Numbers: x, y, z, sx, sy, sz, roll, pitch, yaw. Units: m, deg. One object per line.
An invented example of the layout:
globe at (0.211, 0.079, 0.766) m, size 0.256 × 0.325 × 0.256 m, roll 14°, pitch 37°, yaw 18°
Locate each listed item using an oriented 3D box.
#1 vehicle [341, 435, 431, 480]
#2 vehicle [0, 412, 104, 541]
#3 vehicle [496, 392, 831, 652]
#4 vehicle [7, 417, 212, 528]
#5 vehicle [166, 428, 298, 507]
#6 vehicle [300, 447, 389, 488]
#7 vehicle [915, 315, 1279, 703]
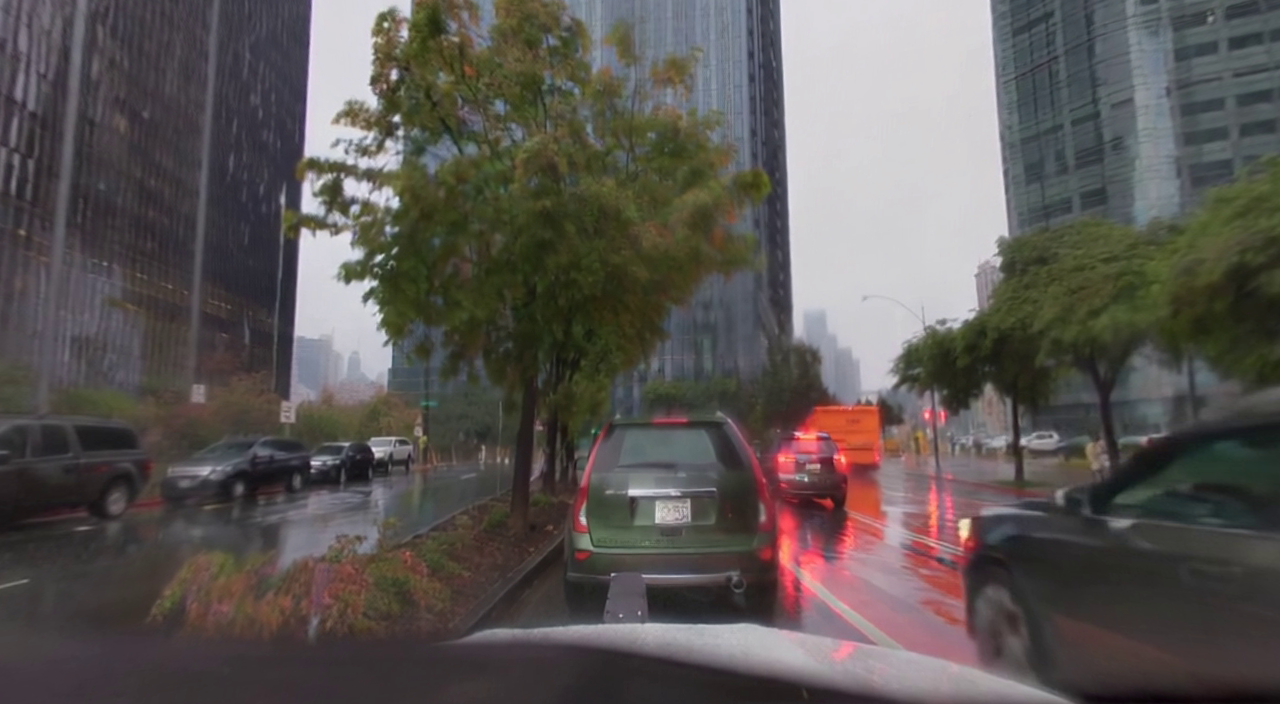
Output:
vehicle at (-12.094, 5.064, 30.603) m, size 2.338 × 1.963 × 5.740 m, roll 0°, pitch -9°, yaw -4°
vehicle at (-10.497, 1.918, 9.756) m, size 1.543 × 1.946 × 3.454 m, roll 1°, pitch -9°, yaw -6°
vehicle at (0.200, 1.427, 6.311) m, size 2.192 × 1.695 × 4.142 m, roll 0°, pitch -8°, yaw 1°
vehicle at (-10.872, 2.456, 13.302) m, size 1.482 × 2.019 × 3.297 m, roll 0°, pitch -9°, yaw -4°
vehicle at (-11.227, 3.166, 17.674) m, size 1.559 × 1.973 × 3.419 m, roll 1°, pitch -9°, yaw -5°
vehicle at (-11.587, 4.500, 25.092) m, size 1.791 × 1.463 × 4.210 m, roll 0°, pitch -9°, yaw -4°
vehicle at (2.864, 0.723, 1.598) m, size 2.097 × 1.697 × 5.065 m, roll 0°, pitch -8°, yaw 1°
